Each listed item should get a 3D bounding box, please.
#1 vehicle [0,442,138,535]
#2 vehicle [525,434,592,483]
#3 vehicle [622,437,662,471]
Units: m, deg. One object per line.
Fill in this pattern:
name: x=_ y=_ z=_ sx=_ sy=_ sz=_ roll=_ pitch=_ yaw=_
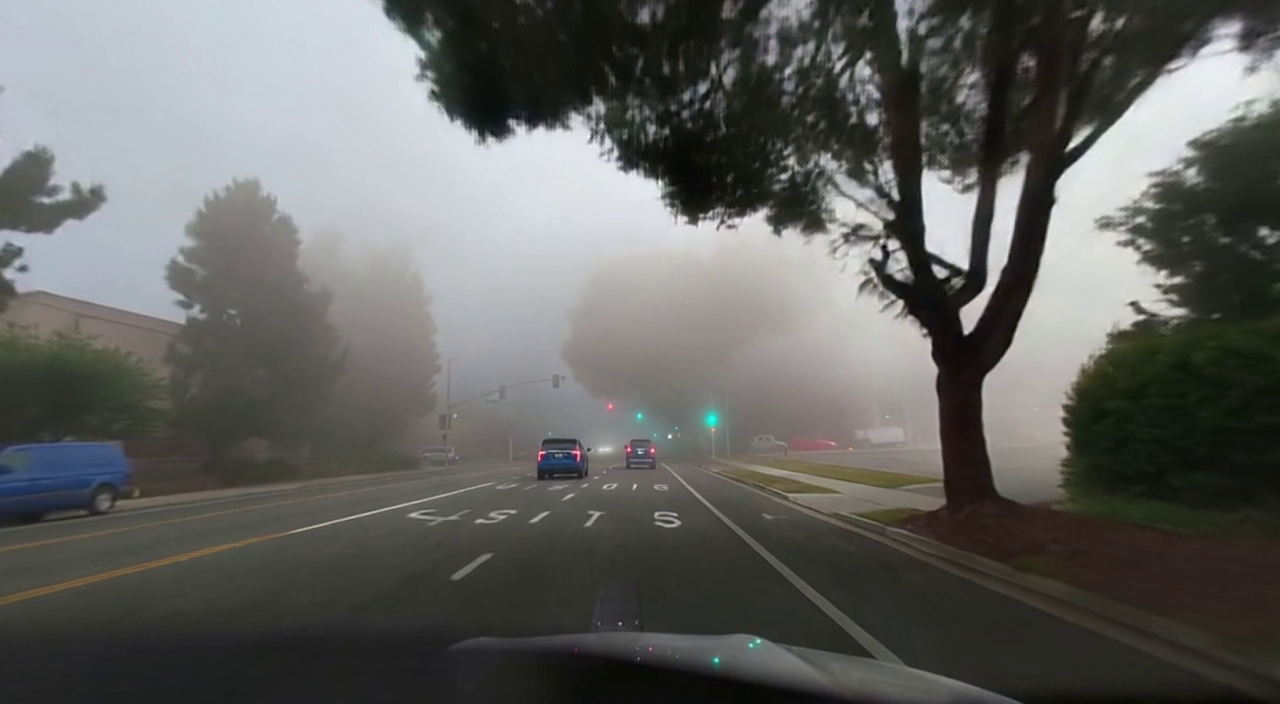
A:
vehicle: x=-14.033 y=2.940 z=13.936 sx=1.996 sy=1.886 sz=4.692 roll=0 pitch=-8 yaw=0
vehicle: x=-3.121 y=4.185 z=25.133 sx=2.097 sy=1.755 sz=4.336 roll=0 pitch=-8 yaw=0
vehicle: x=0.055 y=5.668 z=35.315 sx=2.088 sy=1.735 sz=4.801 roll=0 pitch=-8 yaw=-1
